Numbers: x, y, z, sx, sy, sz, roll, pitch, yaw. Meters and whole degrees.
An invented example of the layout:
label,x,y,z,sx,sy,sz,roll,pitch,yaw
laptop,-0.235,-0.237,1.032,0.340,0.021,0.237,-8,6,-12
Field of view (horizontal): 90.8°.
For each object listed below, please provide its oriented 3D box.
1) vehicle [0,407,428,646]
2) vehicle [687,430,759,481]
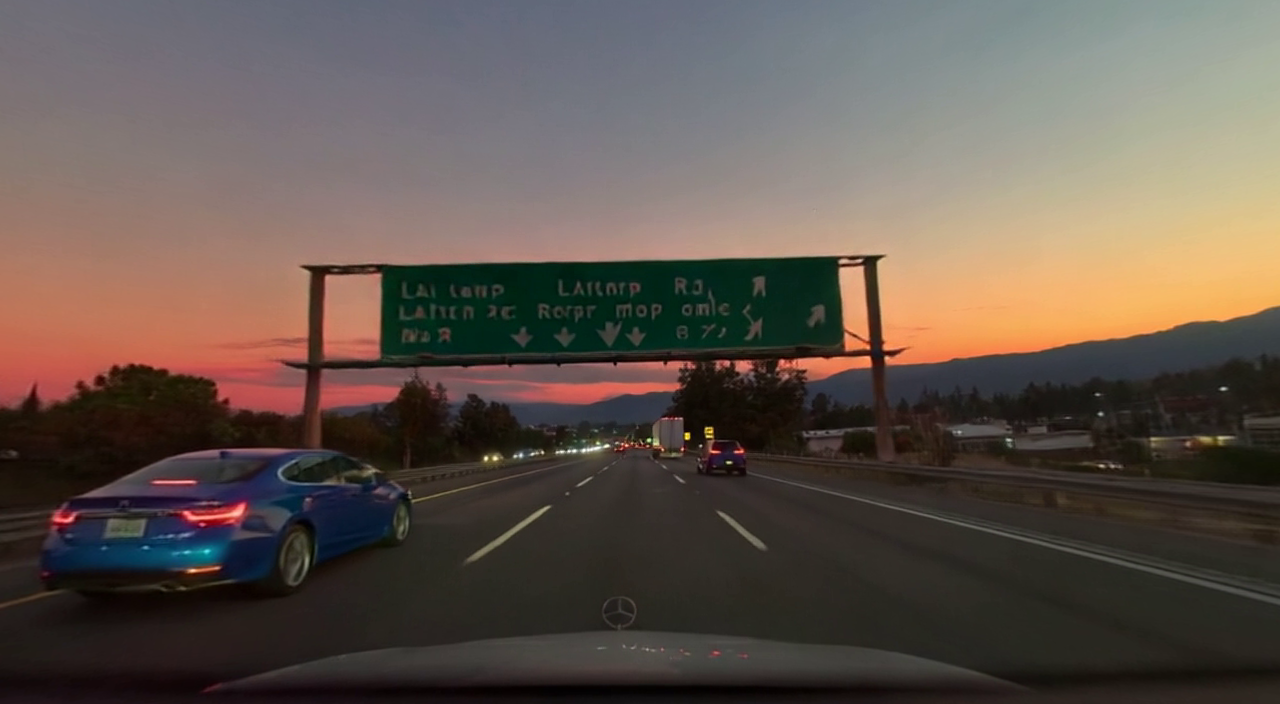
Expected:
label,x,y,z,sx,sy,sz,roll,pitch,yaw
vehicle,-4.043,1.534,6.739,1.903,1.607,4.770,0,-8,0
vehicle,3.101,3.974,24.547,2.065,1.760,4.488,0,-8,-1
